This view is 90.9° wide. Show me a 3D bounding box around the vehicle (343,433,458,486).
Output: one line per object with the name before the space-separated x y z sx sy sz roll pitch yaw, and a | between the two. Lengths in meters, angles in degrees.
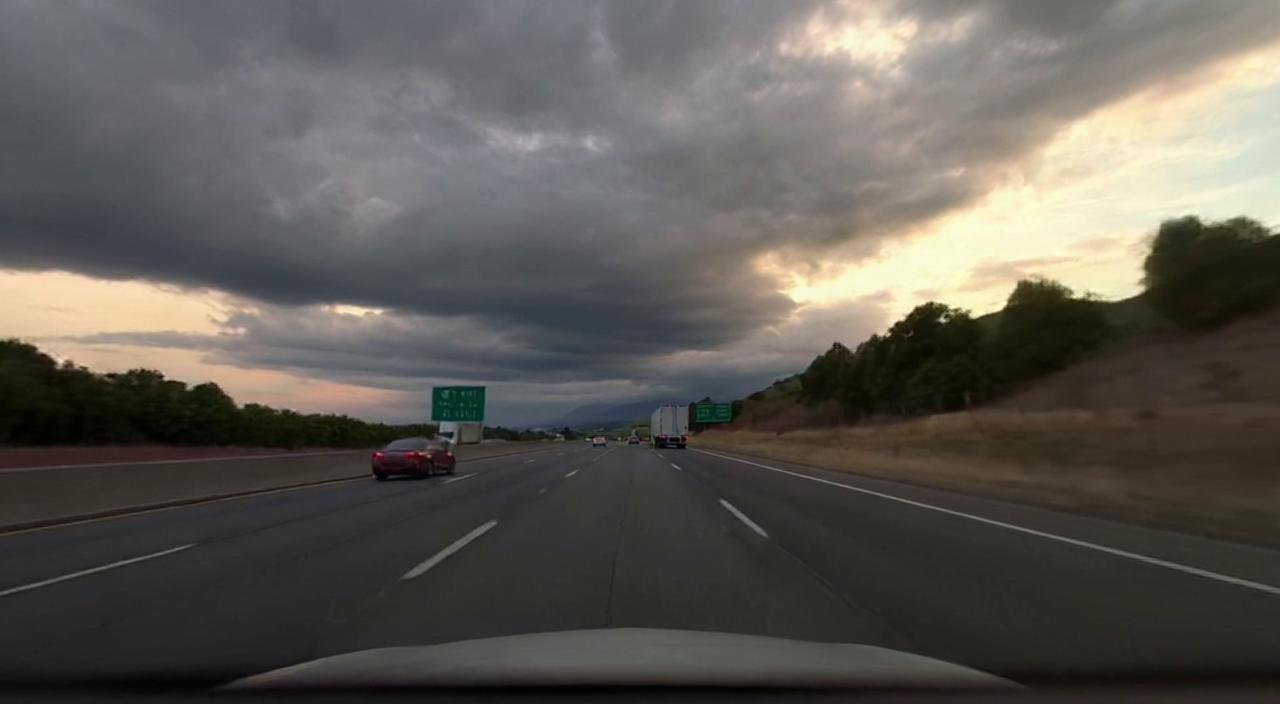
vehicle | -7.353 3.307 19.877 2.018 1.454 4.290 0 -8 -1
